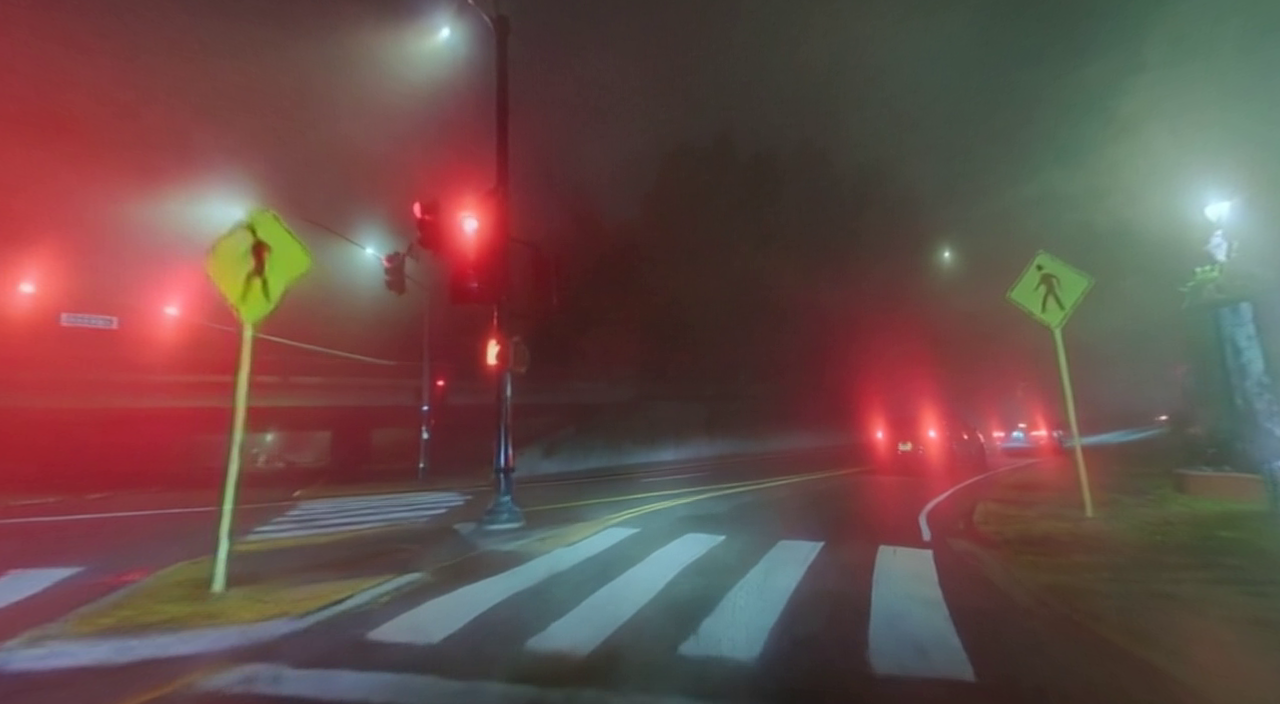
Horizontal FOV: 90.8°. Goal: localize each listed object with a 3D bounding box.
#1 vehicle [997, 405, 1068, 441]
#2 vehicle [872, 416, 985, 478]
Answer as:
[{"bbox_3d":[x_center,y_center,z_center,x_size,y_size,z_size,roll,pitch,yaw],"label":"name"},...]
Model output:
[{"bbox_3d":[23.606,4.326,37.913,5.144,1.954,2.122,7,-11,-42],"label":"vehicle"},{"bbox_3d":[8.644,2.804,18.749,1.908,1.622,4.166,-7,-11,39],"label":"vehicle"}]
